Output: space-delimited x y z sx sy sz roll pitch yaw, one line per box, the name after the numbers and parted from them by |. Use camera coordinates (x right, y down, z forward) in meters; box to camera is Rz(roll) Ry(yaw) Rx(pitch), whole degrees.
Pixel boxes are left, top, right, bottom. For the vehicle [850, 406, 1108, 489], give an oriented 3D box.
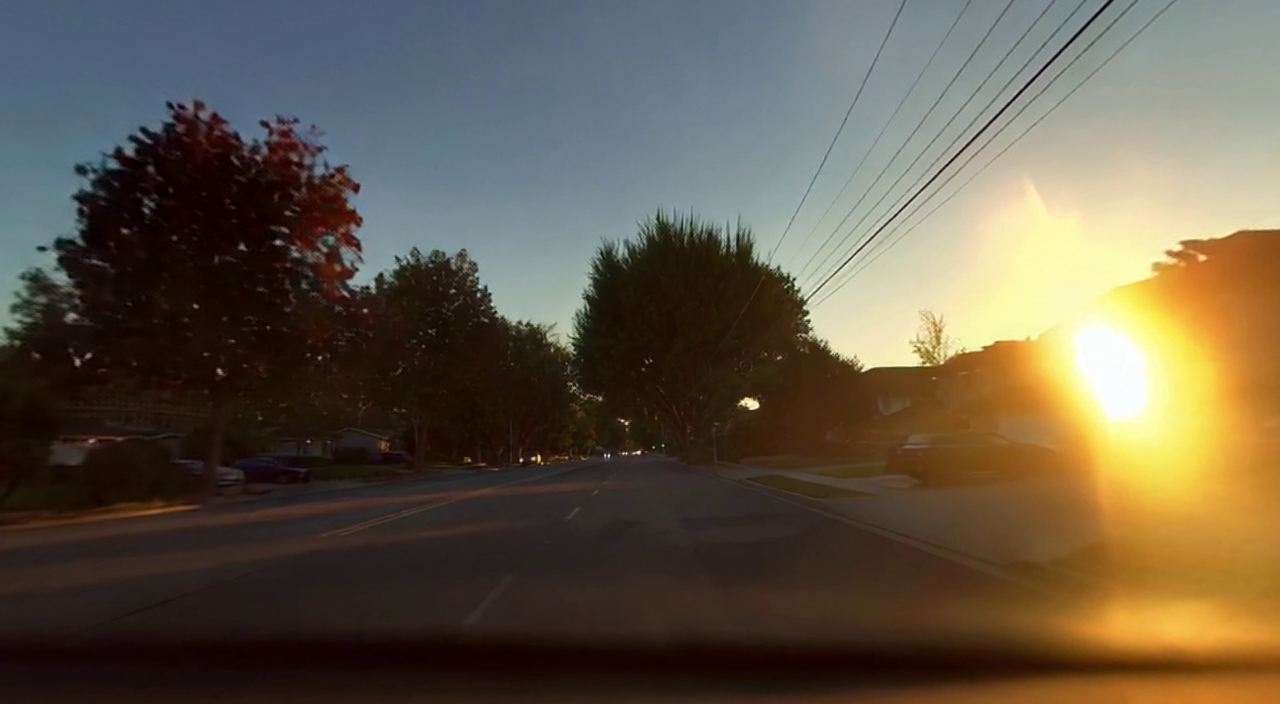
9.385 2.737 18.046 5.933 2.038 2.382 1 -10 2 | vehicle

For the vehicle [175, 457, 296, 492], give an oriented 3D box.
-18.841 5.657 29.506 4.450 1.409 1.990 7 -11 -38 | vehicle

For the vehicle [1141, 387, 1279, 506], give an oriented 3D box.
11.733 1.579 10.656 4.629 1.804 2.102 -1 -8 3 | vehicle
